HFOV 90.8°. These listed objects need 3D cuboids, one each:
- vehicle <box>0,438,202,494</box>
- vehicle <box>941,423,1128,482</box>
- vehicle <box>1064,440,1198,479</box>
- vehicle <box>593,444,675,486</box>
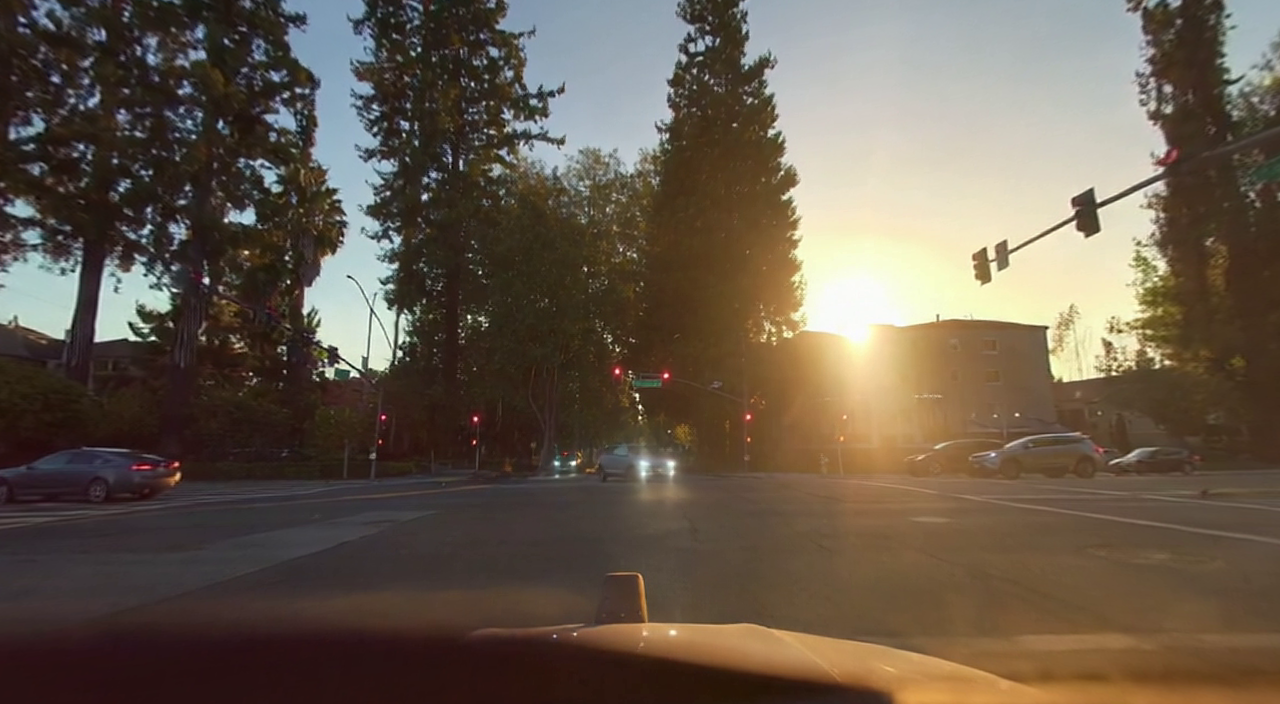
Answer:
[{"bbox_3d":[-18.650,3.968,22.013,4.798,1.763,2.536,0,-10,0],"label":"vehicle"},{"bbox_3d":[16.651,4.279,27.007,6.109,2.348,2.683,0,-8,1],"label":"vehicle"},{"bbox_3d":[23.212,5.079,30.027,4.569,1.794,2.088,0,-8,0],"label":"vehicle"},{"bbox_3d":[-0.396,5.149,29.162,2.162,1.740,4.728,3,-9,-22],"label":"vehicle"}]
